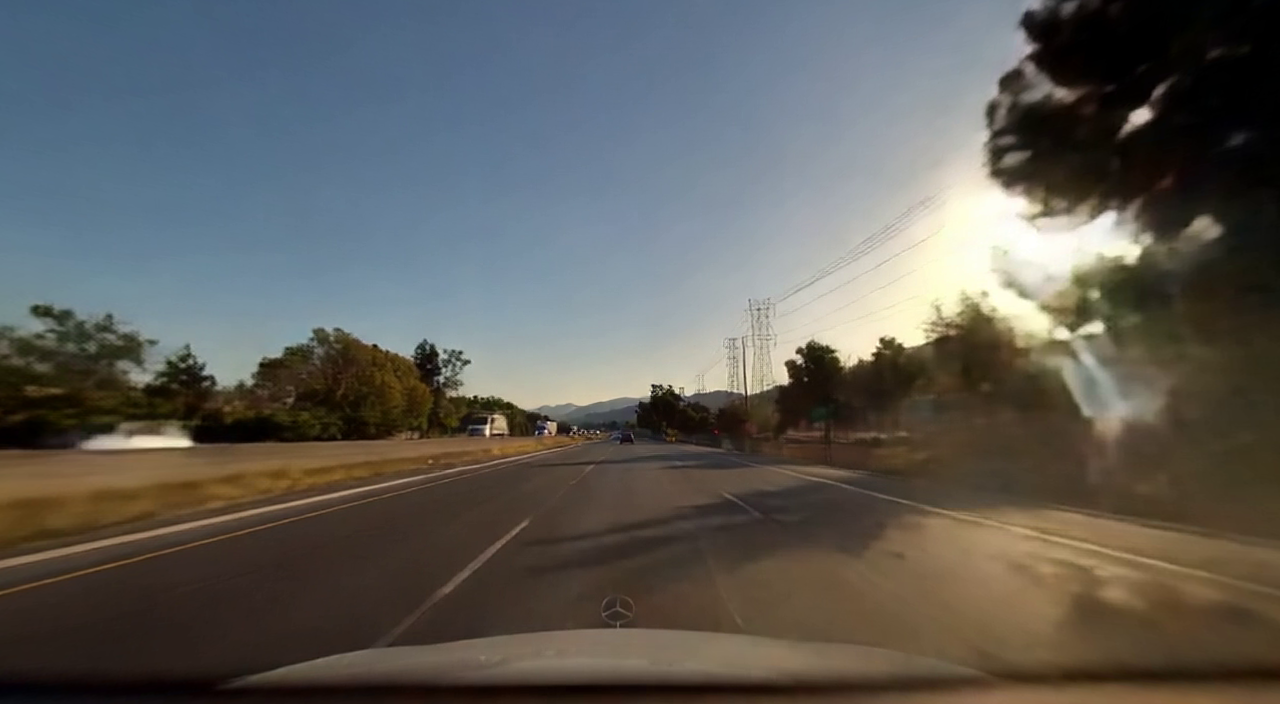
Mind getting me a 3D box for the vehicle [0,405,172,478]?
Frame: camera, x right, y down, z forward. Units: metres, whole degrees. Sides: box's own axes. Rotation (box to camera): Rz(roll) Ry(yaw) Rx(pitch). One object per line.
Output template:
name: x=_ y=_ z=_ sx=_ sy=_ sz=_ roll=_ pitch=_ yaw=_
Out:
vehicle: x=-13.226 y=2.080 z=14.749 sx=1.838 sy=1.491 sz=3.446 roll=0 pitch=-8 yaw=0
